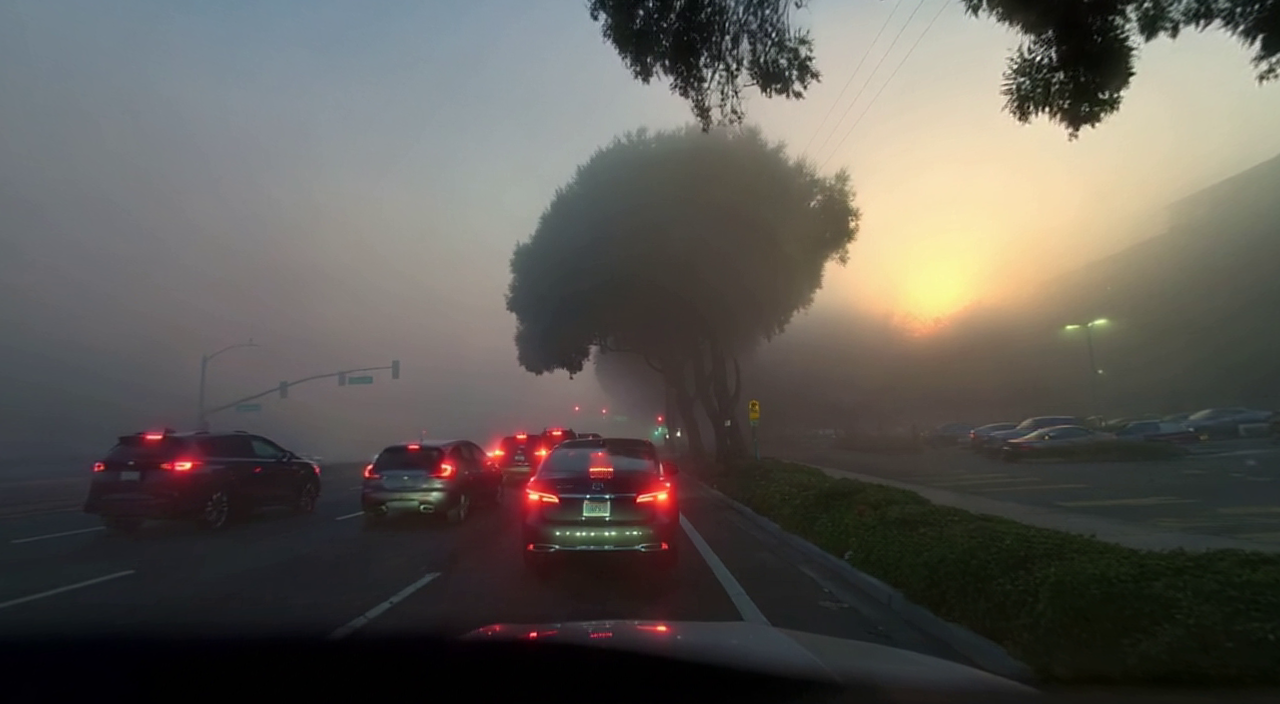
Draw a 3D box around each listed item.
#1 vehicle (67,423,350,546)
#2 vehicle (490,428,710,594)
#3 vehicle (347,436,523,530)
[{"bbox_3d":[-7.348,2.272,11.487,2.068,1.784,4.224,0,-9,1],"label":"vehicle"},{"bbox_3d":[-0.387,1.798,7.999,2.066,1.544,3.954,0,-9,0],"label":"vehicle"},{"bbox_3d":[-3.783,2.485,12.682,1.913,1.521,4.539,0,-9,1],"label":"vehicle"}]
